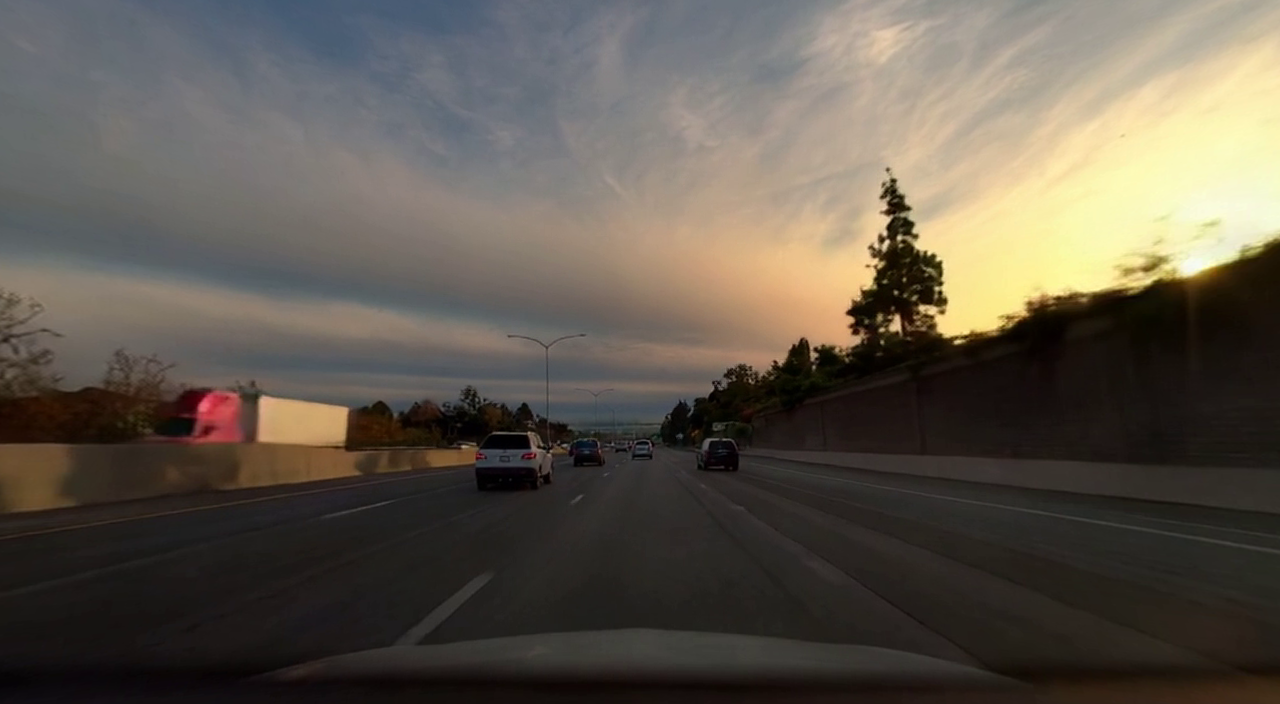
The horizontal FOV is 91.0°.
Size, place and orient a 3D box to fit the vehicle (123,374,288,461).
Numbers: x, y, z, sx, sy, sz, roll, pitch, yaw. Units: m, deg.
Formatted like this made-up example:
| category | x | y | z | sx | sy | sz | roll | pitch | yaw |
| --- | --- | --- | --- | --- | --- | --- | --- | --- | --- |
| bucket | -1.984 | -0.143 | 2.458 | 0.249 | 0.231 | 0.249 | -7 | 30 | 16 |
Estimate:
| category | x | y | z | sx | sy | sz | roll | pitch | yaw |
| --- | --- | --- | --- | --- | --- | --- | --- | --- | --- |
| vehicle | -20.980 | 3.368 | 31.056 | 3.039 | 3.834 | 6.726 | 0 | -9 | 1 |

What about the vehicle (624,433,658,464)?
| category | x | y | z | sx | sy | sz | roll | pitch | yaw |
| --- | --- | --- | --- | --- | --- | --- | --- | --- | --- |
| vehicle | 0.094 | 7.512 | 49.023 | 2.485 | 2.215 | 5.199 | 0 | -9 | 0 |

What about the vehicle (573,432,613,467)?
| category | x | y | z | sx | sy | sz | roll | pitch | yaw |
| --- | --- | --- | --- | --- | --- | --- | --- | --- | --- |
| vehicle | -3.146 | 6.676 | 43.114 | 2.378 | 2.214 | 4.352 | 0 | -9 | 0 |

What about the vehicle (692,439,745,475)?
| category | x | y | z | sx | sy | sz | roll | pitch | yaw |
| --- | --- | --- | --- | --- | --- | --- | --- | --- | --- |
| vehicle | 4.115 | 5.611 | 33.883 | 2.224 | 1.752 | 4.487 | 0 | -9 | -1 |

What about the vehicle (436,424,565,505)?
| category | x | y | z | sx | sy | sz | roll | pitch | yaw |
| --- | --- | --- | --- | --- | --- | --- | --- | --- | --- |
| vehicle | -3.504 | 2.961 | 17.097 | 2.184 | 1.819 | 5.441 | 0 | -9 | 1 |

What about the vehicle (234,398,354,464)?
| category | x | y | z | sx | sy | sz | roll | pitch | yaw |
| --- | --- | --- | --- | --- | --- | --- | --- | --- | --- |
| vehicle | -20.996 | 4.969 | 38.876 | 2.782 | 3.650 | 7.779 | 0 | -9 | 1 |
